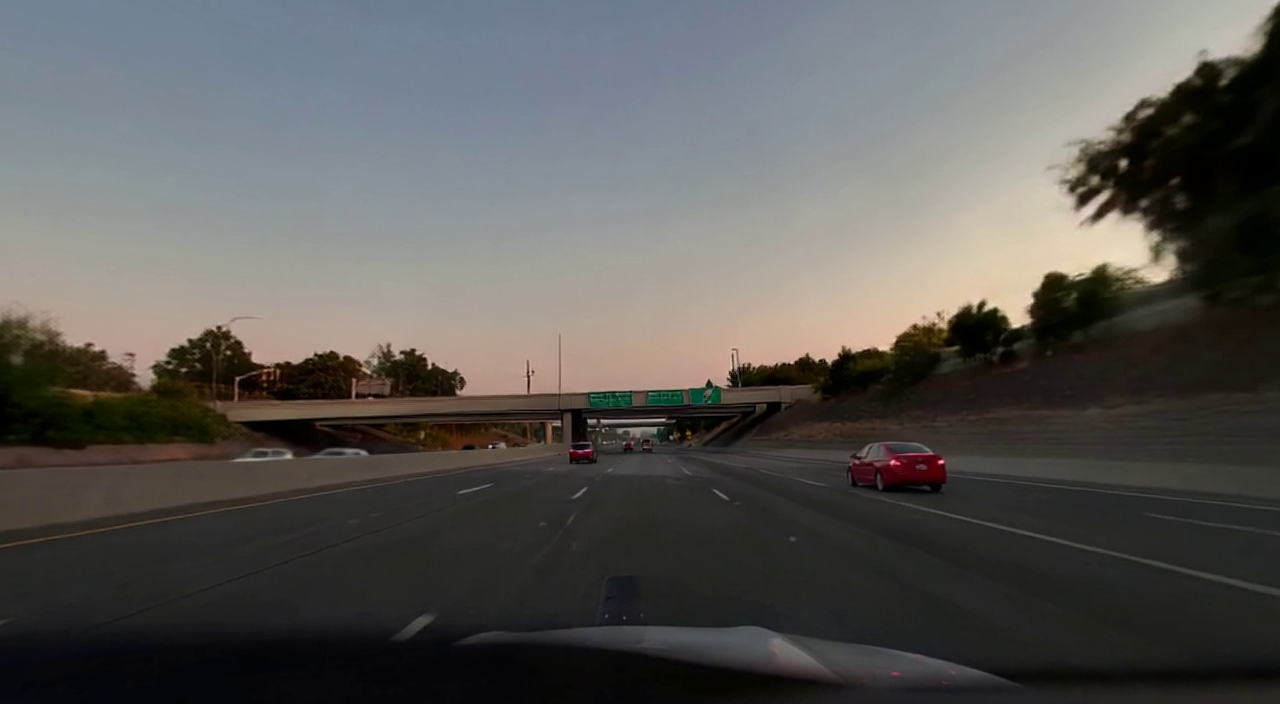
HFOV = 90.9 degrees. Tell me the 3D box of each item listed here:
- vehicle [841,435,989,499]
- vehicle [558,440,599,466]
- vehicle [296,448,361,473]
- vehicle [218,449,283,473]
[{"bbox_3d":[7.158,3.024,17.042,1.914,1.465,4.574,0,-8,0],"label":"vehicle"},{"bbox_3d":[-3.805,6.376,39.860,2.085,1.533,4.861,0,-8,1],"label":"vehicle"},{"bbox_3d":[-20.964,7.298,42.725,1.927,1.515,4.771,0,-8,0],"label":"vehicle"},{"bbox_3d":[-28.255,7.887,45.892,1.847,1.645,4.418,0,-8,1],"label":"vehicle"}]
